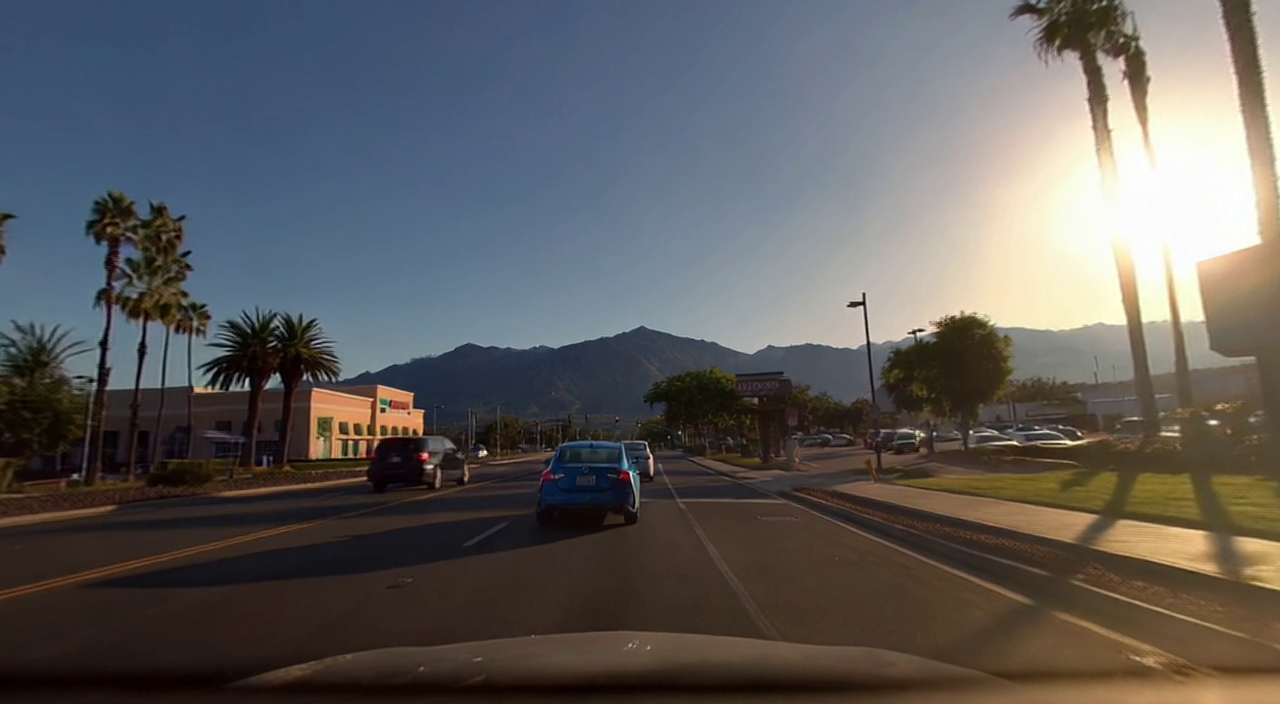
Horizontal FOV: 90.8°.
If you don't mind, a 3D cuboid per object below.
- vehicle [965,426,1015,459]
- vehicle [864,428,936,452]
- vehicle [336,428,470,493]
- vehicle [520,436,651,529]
[{"bbox_3d":[17.348,4.503,31.336,1.961,1.526,4.640,-5,-10,29],"label":"vehicle"},{"bbox_3d":[19.079,6.509,46.542,1.925,1.652,4.490,6,-10,-35],"label":"vehicle"},{"bbox_3d":[-7.707,3.598,21.334,2.400,1.900,5.325,0,-8,1],"label":"vehicle"},{"bbox_3d":[-0.960,2.360,12.047,2.067,1.459,3.886,0,-8,-3],"label":"vehicle"}]
